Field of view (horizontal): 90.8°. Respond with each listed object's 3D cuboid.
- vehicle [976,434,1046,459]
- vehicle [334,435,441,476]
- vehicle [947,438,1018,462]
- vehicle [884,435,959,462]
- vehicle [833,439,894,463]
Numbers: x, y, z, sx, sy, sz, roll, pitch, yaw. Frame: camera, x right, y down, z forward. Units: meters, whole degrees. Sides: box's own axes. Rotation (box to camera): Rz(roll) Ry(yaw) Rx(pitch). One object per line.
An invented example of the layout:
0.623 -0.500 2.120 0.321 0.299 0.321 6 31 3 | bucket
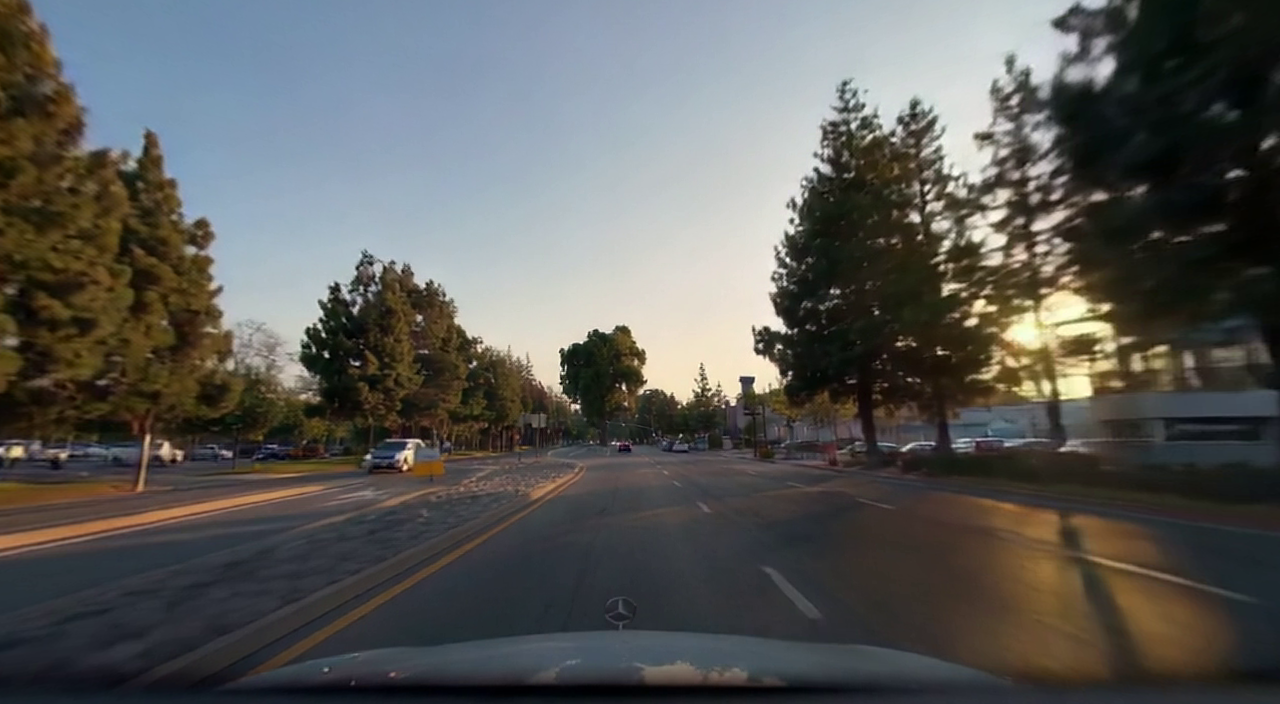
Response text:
28.694 7.338 49.044 1.916 1.741 4.936 4 -9 -9 | vehicle
-11.691 4.821 29.289 4.497 1.774 1.958 -5 -10 23 | vehicle
24.334 6.981 45.068 1.988 1.617 4.524 2 -8 -11 | vehicle
20.923 7.236 47.236 2.150 1.812 5.372 0 -8 -14 | vehicle
16.120 7.176 45.887 1.966 1.583 4.568 2 -9 -13 | vehicle
